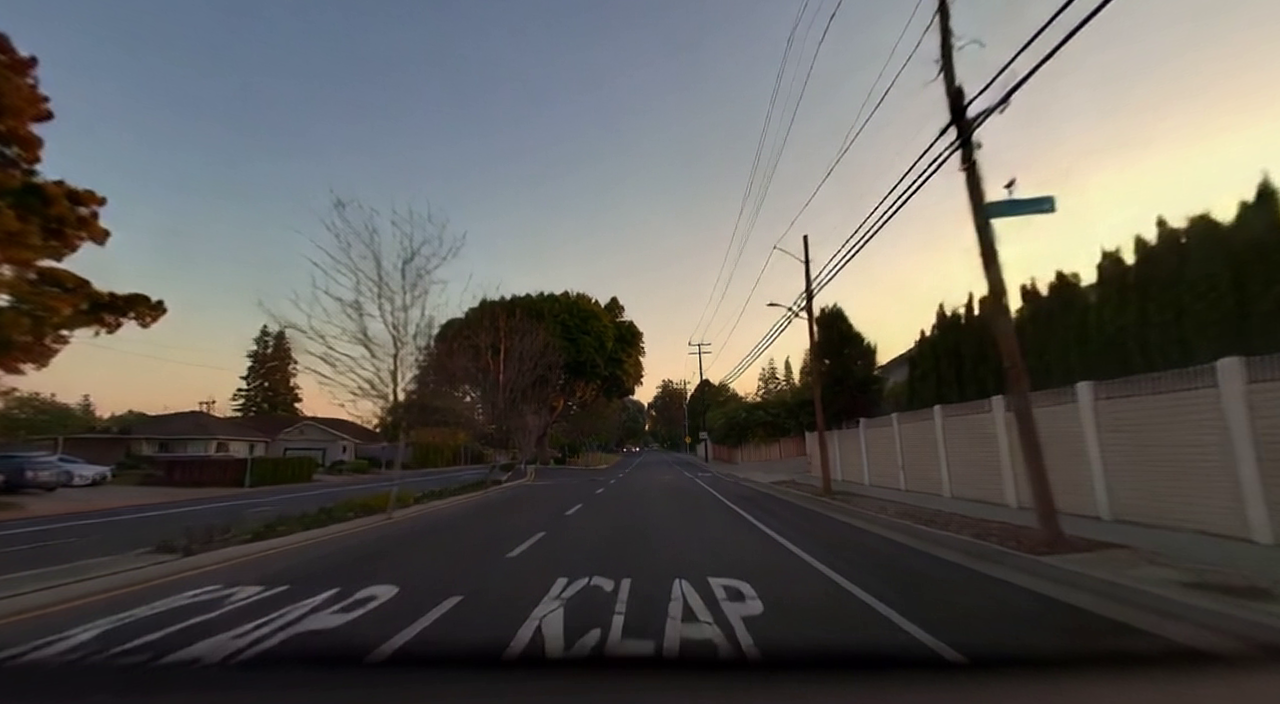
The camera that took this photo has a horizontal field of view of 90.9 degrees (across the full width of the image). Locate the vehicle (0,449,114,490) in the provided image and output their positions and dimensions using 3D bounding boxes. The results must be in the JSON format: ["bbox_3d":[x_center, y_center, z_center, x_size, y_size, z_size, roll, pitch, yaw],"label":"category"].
[{"bbox_3d":[-29.245,5.810,31.729,2.100,1.845,4.793,2,-9,-11],"label":"vehicle"}]
